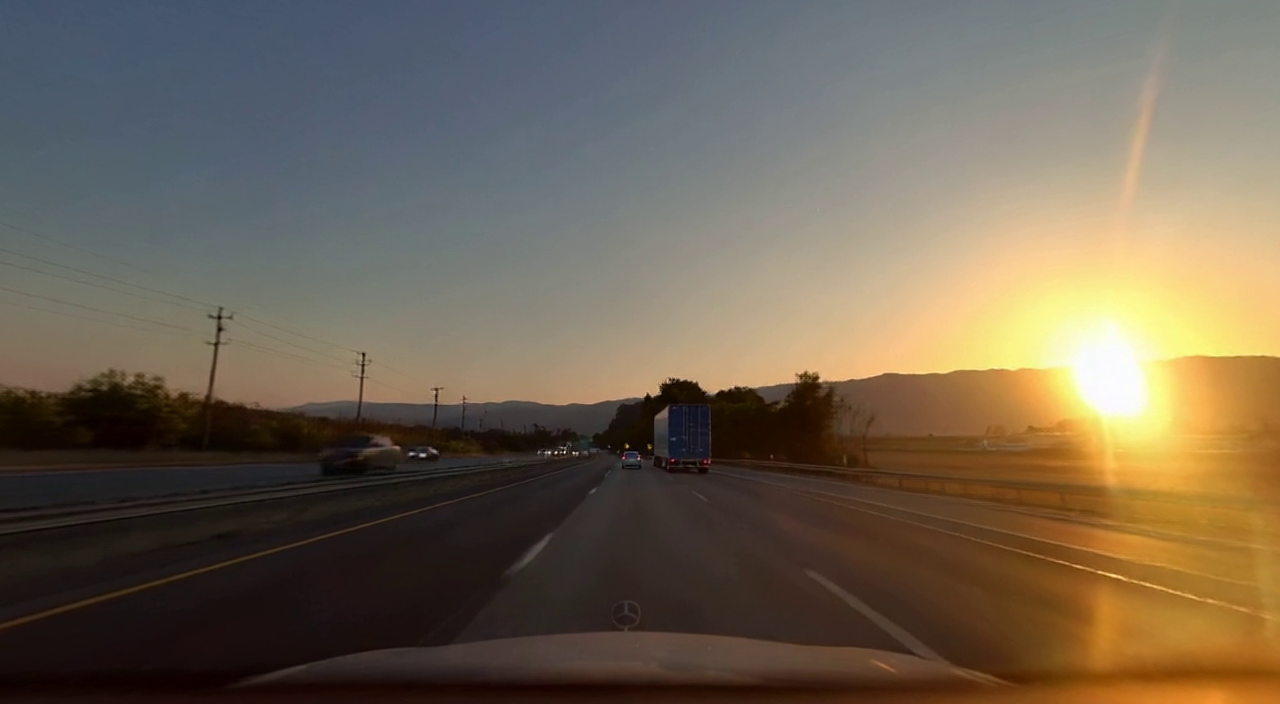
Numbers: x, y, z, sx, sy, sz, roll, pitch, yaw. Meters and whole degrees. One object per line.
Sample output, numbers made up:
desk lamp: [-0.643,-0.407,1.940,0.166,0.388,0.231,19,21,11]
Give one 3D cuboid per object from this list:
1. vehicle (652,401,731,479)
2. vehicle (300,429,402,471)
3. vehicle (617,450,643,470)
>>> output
vehicle: [2.966,6.031,42.483,3.462,4.177,16.311,0,-9,-2]
vehicle: [-11.759,4.049,26.067,2.004,1.522,4.569,0,-9,1]
vehicle: [-0.734,8.118,47.698,1.898,1.438,4.053,0,-9,-1]
